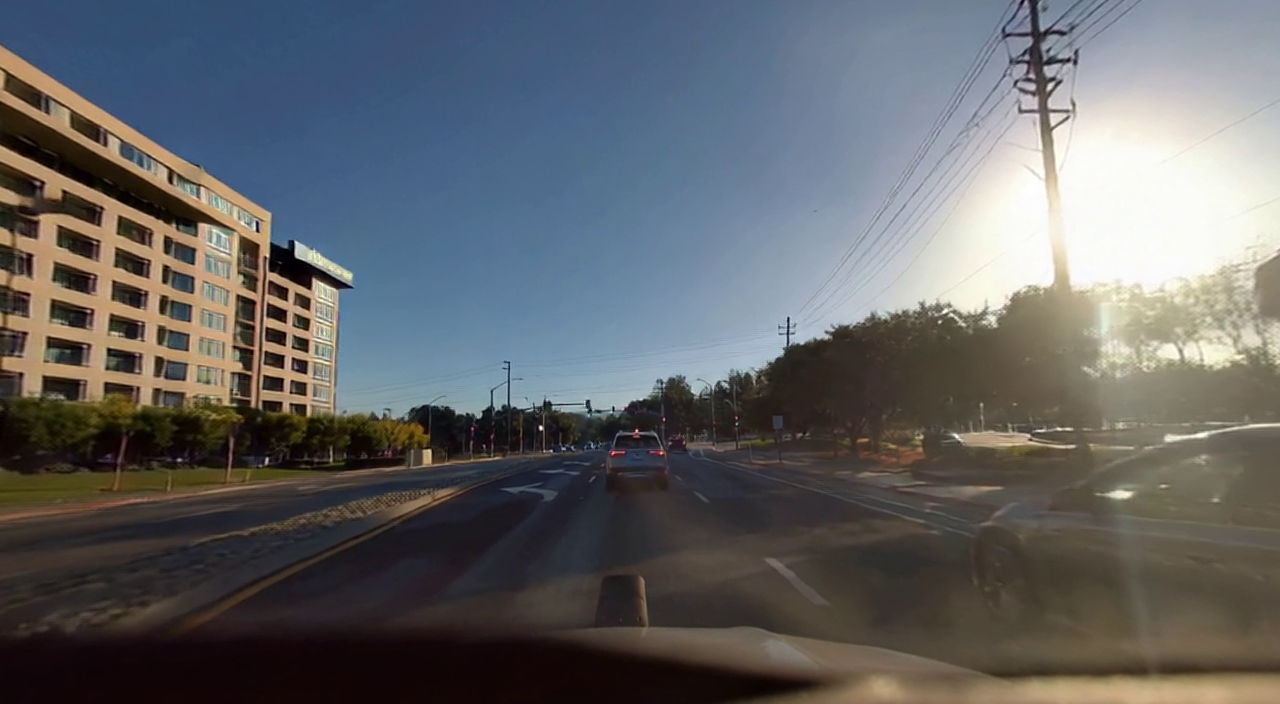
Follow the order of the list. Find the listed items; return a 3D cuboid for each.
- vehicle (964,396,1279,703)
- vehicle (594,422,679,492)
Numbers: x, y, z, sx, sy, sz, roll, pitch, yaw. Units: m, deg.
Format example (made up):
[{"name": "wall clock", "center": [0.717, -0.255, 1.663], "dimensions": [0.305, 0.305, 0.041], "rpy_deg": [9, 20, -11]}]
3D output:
[{"name": "vehicle", "center": [3.142, 0.850, 1.795], "dimensions": [1.990, 1.482, 4.575], "rpy_deg": [0, -9, 0]}, {"name": "vehicle", "center": [-0.091, 3.032, 18.419], "dimensions": [2.189, 1.776, 4.342], "rpy_deg": [0, -9, 0]}]
